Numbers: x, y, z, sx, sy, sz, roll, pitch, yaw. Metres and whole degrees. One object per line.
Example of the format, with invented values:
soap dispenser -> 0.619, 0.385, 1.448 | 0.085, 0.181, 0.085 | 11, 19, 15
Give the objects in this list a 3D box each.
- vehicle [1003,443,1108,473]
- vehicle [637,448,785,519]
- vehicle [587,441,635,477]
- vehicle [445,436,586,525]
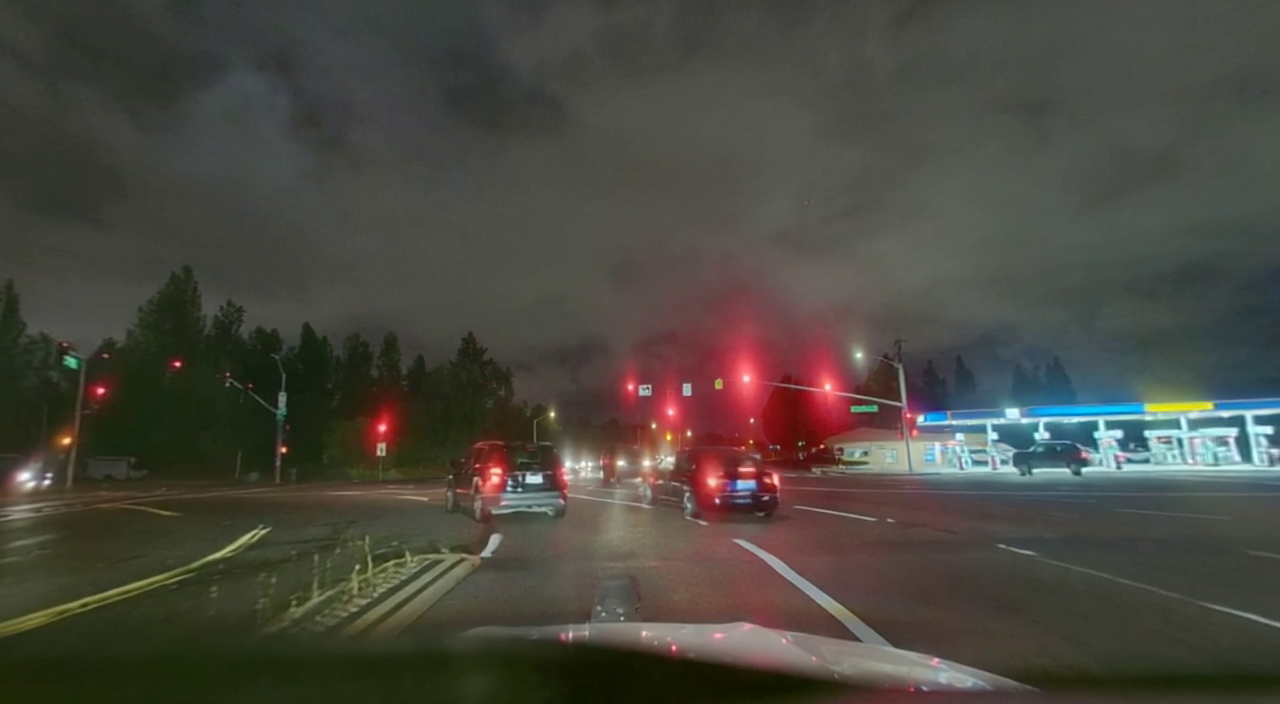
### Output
vehicle -> 25.916, 6.618, 39.615 | 4.952, 1.745, 2.184 | -2, -9, 15
vehicle -> 1.544, 3.131, 15.761 | 1.965, 1.460, 4.581 | 2, -9, -17
vehicle -> -1.645, 5.816, 34.598 | 2.016, 1.828, 4.503 | 1, -9, -11
vehicle -> -3.138, 2.922, 15.040 | 2.351, 1.733, 4.616 | 3, -9, -23
